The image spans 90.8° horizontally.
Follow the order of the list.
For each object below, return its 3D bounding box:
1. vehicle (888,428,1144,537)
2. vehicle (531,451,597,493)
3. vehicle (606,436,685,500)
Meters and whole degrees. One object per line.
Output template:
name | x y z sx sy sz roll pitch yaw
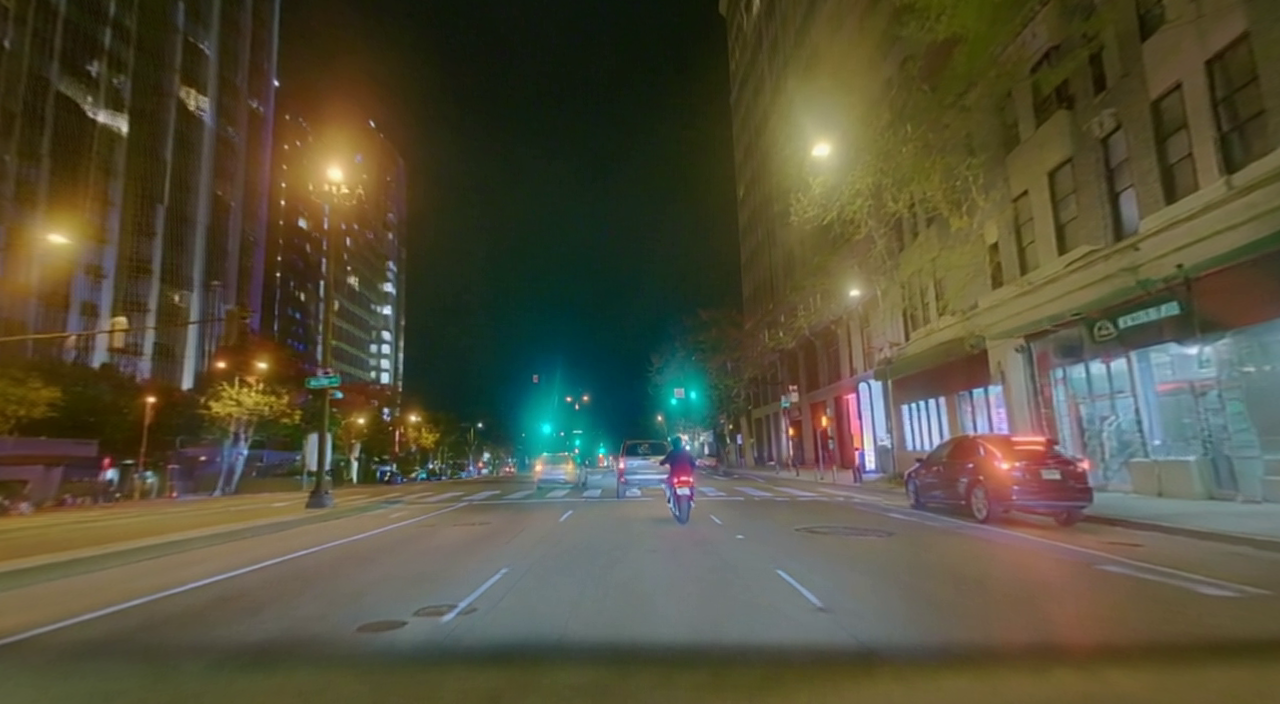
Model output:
vehicle | 7.178 2.524 12.933 2.018 1.772 4.968 0 -9 -2
vehicle | -2.954 4.766 25.472 2.014 1.470 4.552 0 -9 1
vehicle | 0.138 3.611 20.096 2.223 1.775 4.250 0 -9 -1
